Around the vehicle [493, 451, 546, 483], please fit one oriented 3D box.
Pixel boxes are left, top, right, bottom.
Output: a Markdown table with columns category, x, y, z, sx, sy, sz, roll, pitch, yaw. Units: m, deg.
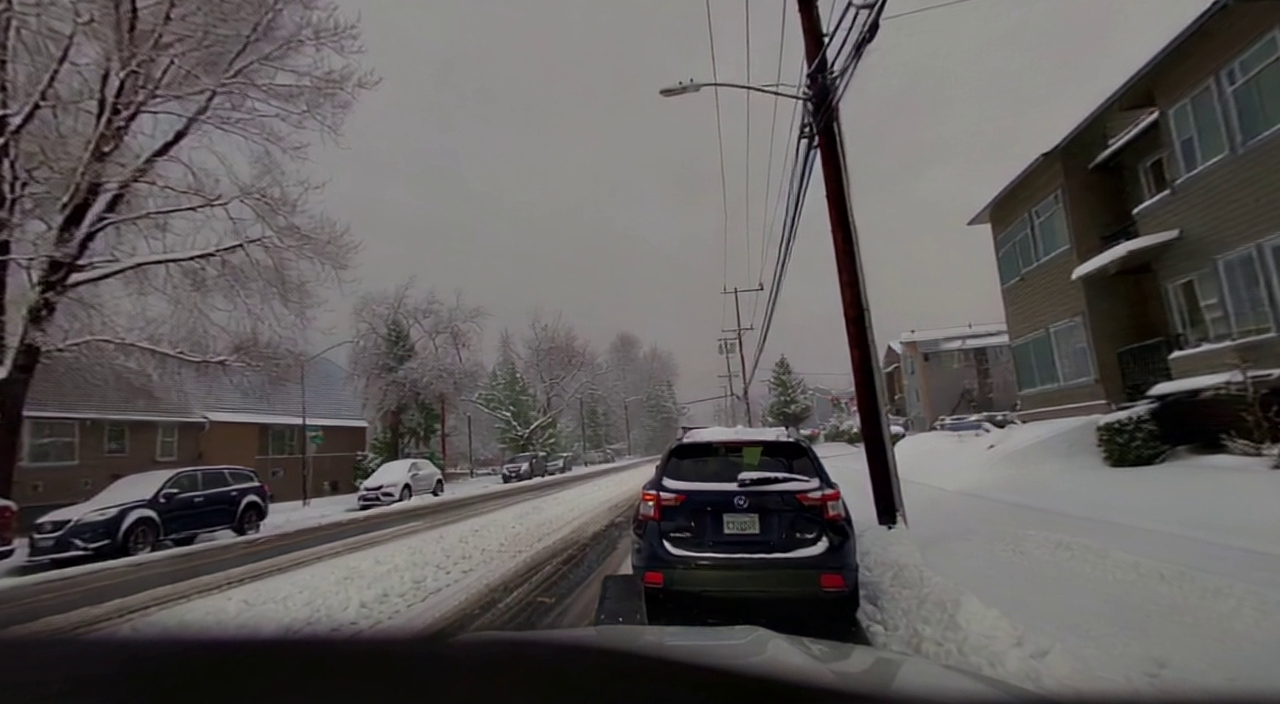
| category | x | y | z | sx | sy | sz | roll | pitch | yaw |
| --- | --- | --- | --- | --- | --- | --- | --- | --- | --- |
| vehicle | -7.519 | 7.212 | 39.893 | 2.011 | 1.801 | 4.676 | -1 | -8 | 6 |

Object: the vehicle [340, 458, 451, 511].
| category | x | y | z | sx | sy | sz | roll | pitch | yaw |
| --- | --- | --- | --- | --- | --- | --- | --- | --- | --- |
| vehicle | -9.393 | 5.084 | 24.723 | 2.017 | 1.582 | 4.664 | -8 | -10 | 6 |

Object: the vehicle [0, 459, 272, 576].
| category | x | y | z | sx | sy | sz | roll | pitch | yaw |
| --- | --- | --- | --- | --- | --- | --- | --- | --- | --- |
| vehicle | -10.131 | 3.234 | 13.119 | 2.068 | 1.745 | 4.579 | -8 | -10 | 3 |

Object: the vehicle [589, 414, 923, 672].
| category | x | y | z | sx | sy | sz | roll | pitch | yaw |
| --- | --- | --- | --- | --- | --- | --- | --- | --- | --- |
| vehicle | 0.965 | 1.514 | 6.314 | 2.030 | 1.535 | 4.683 | -1 | -8 | 7 |
